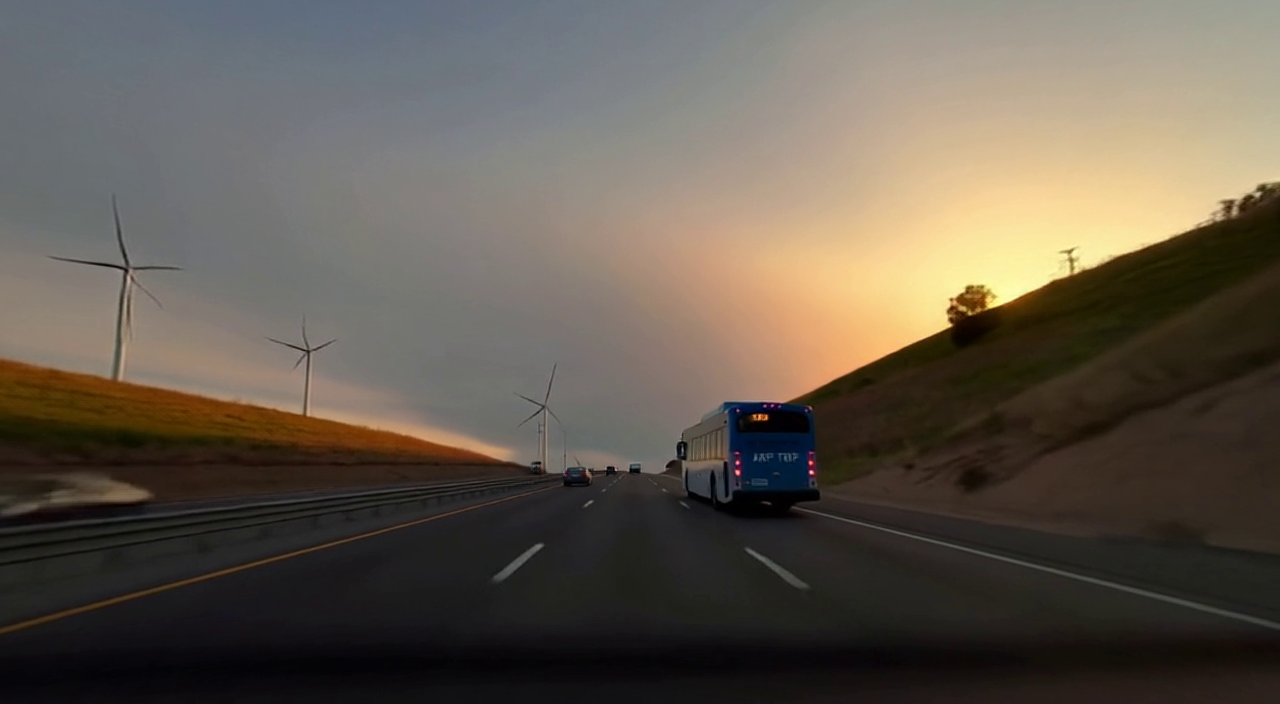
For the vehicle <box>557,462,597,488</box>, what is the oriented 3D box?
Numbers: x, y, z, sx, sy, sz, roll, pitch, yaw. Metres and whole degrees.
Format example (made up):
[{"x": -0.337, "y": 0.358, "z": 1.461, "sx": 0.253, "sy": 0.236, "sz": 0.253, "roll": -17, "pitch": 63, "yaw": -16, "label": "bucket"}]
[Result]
[{"x": -4.039, "y": 8.001, "z": 41.130, "sx": 2.213, "sy": 1.568, "sz": 4.274, "roll": 1, "pitch": -10, "yaw": -1, "label": "vehicle"}]

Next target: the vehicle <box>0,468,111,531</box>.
[{"x": -15.050, "y": 3.506, "z": 15.254, "sx": 1.609, "sy": 1.355, "sz": 3.242, "roll": 1, "pitch": -10, "yaw": -1, "label": "vehicle"}]

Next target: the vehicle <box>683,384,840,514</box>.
[{"x": 3.878, "y": 4.020, "z": 24.886, "sx": 2.941, "sy": 3.574, "sz": 14.463, "roll": 1, "pitch": -10, "yaw": -2, "label": "vehicle"}]
